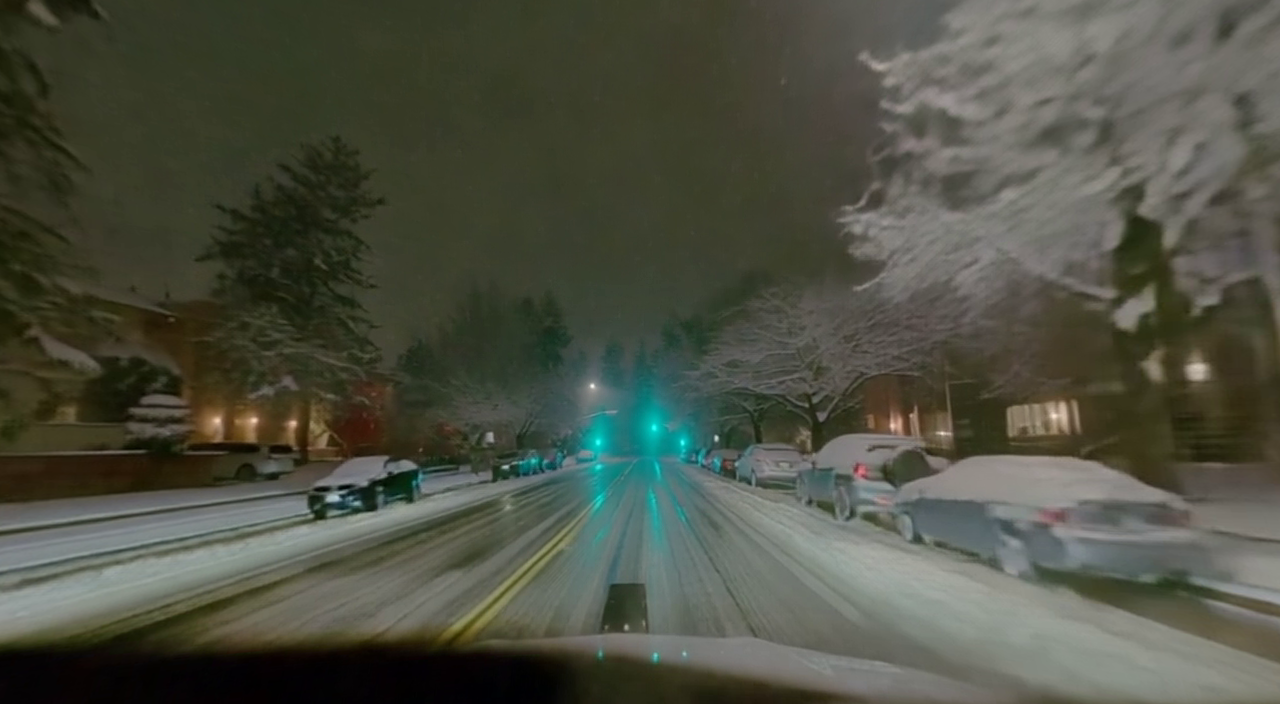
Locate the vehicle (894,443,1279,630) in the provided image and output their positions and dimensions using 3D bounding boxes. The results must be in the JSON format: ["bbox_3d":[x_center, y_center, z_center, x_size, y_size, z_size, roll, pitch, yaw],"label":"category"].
[{"bbox_3d":[4.699,1.788,7.248,1.704,1.445,4.492,0,-8,0],"label":"vehicle"}]

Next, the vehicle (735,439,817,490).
[{"bbox_3d":[5.042,4.237,24.117,2.137,1.747,4.797,0,-8,1],"label":"vehicle"}]

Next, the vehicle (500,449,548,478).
[{"bbox_3d":[-6.932,6.709,38.180,1.971,1.479,4.307,-1,-8,2],"label":"vehicle"}]

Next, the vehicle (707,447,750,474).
[{"bbox_3d":[5.155,6.395,37.386,2.048,1.469,4.673,0,-8,2],"label":"vehicle"}]

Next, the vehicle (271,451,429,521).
[{"bbox_3d":[-7.211,3.348,16.314,1.903,1.463,4.526,-1,-8,1],"label":"vehicle"}]

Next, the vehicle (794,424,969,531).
[{"bbox_3d":[4.741,2.504,13.241,2.089,1.831,4.492,-1,-8,3],"label":"vehicle"}]

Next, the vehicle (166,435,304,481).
[{"bbox_3d":[-18.071,4.704,28.235,4.886,1.936,2.108,-1,-8,8],"label":"vehicle"}]

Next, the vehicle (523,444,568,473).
[{"bbox_3d":[-6.504,7.401,44.018,2.218,1.807,5.032,-2,-8,2],"label":"vehicle"}]
